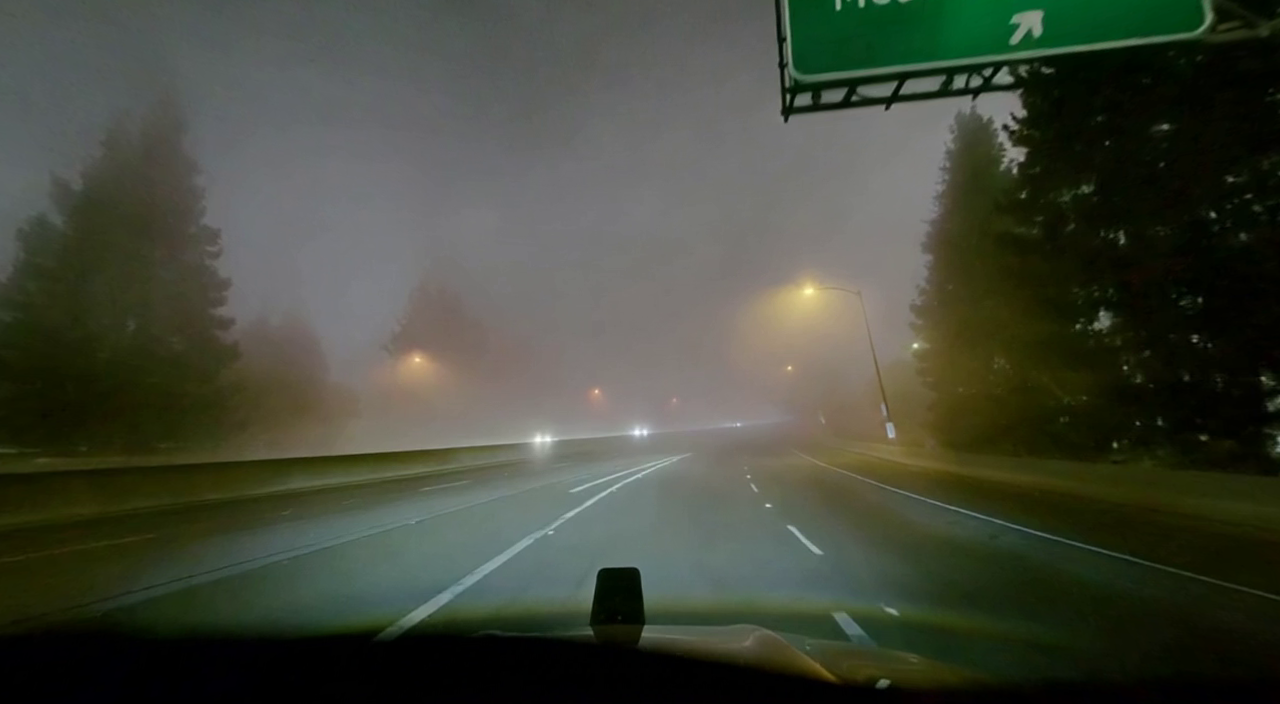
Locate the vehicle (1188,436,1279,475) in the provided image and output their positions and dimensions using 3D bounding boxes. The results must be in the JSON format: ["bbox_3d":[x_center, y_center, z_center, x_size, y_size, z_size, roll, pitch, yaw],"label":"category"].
[{"bbox_3d":[38.630,6.673,40.674,2.193,2.281,5.602,-3,-10,12],"label":"vehicle"}]
